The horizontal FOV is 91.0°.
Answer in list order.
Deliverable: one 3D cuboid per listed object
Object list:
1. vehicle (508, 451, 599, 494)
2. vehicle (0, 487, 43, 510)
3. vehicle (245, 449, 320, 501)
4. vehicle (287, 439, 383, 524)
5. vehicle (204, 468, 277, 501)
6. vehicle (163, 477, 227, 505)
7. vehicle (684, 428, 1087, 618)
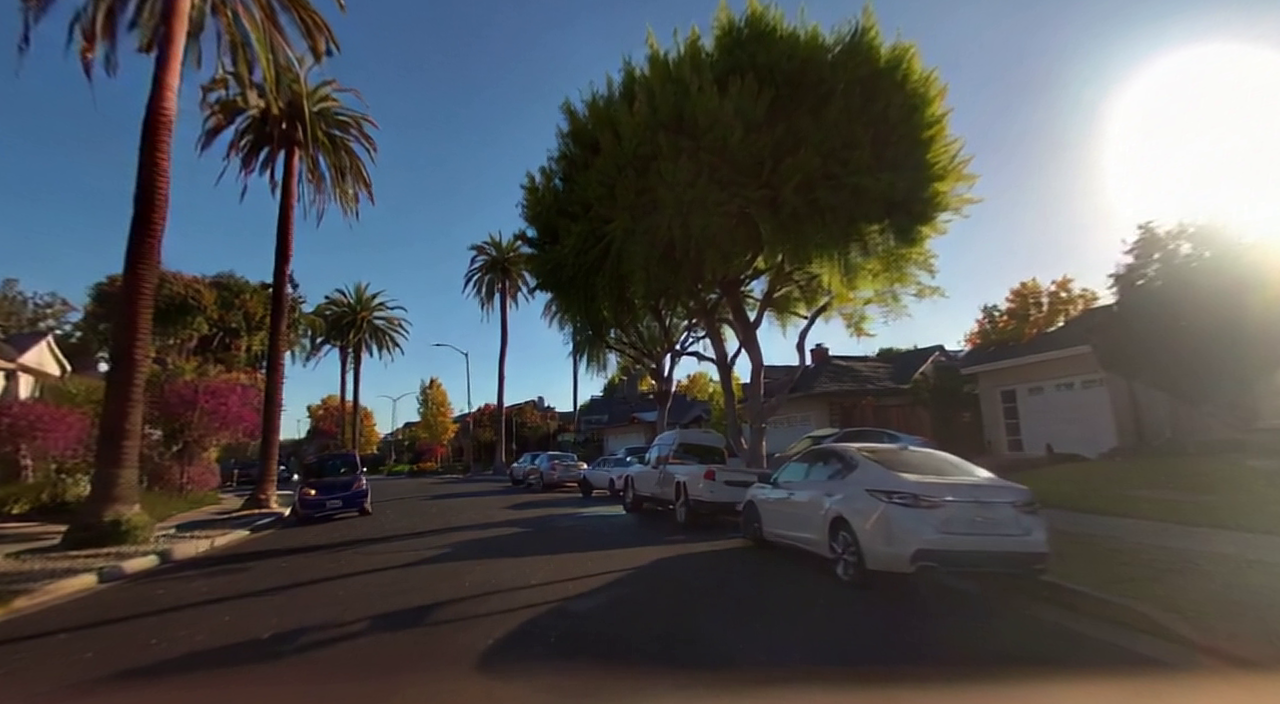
[{"bbox_3d":[-3.571,4.742,25.184,2.006,1.484,4.768,5,-10,-28],"label":"vehicle"},{"bbox_3d":[-49.760,11.527,49.415,4.391,1.591,1.942,-3,-8,12],"label":"vehicle"},{"bbox_3d":[-19.760,6.824,34.648,2.395,2.109,5.628,1,-13,-42],"label":"vehicle"},{"bbox_3d":[-8.149,3.424,17.190,2.026,1.816,4.532,-2,-8,-22],"label":"vehicle"},{"bbox_3d":[-24.727,8.151,38.857,4.944,1.819,2.001,-9,-12,35],"label":"vehicle"},{"bbox_3d":[-29.869,9.293,42.221,4.390,1.559,1.812,-5,-10,32],"label":"vehicle"},{"bbox_3d":[2.296,1.763,7.743,2.108,1.503,4.977,2,-9,-13],"label":"vehicle"}]
